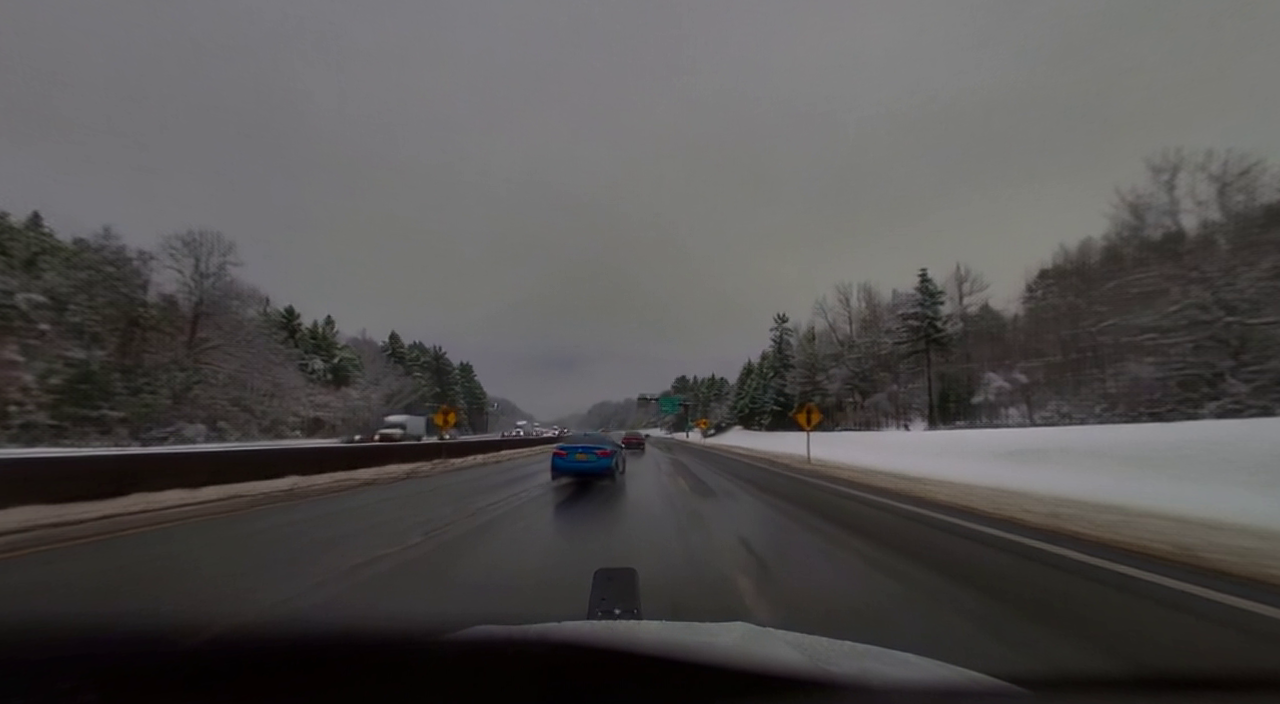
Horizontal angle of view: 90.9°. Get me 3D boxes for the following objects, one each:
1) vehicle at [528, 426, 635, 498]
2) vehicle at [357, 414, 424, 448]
[{"bbox_3d":[-1.197,2.507,14.870,1.977,1.443,4.225,0,-8,2],"label":"vehicle"},{"bbox_3d":[-18.426,5.906,46.943,2.267,2.355,6.194,0,-8,2],"label":"vehicle"}]
